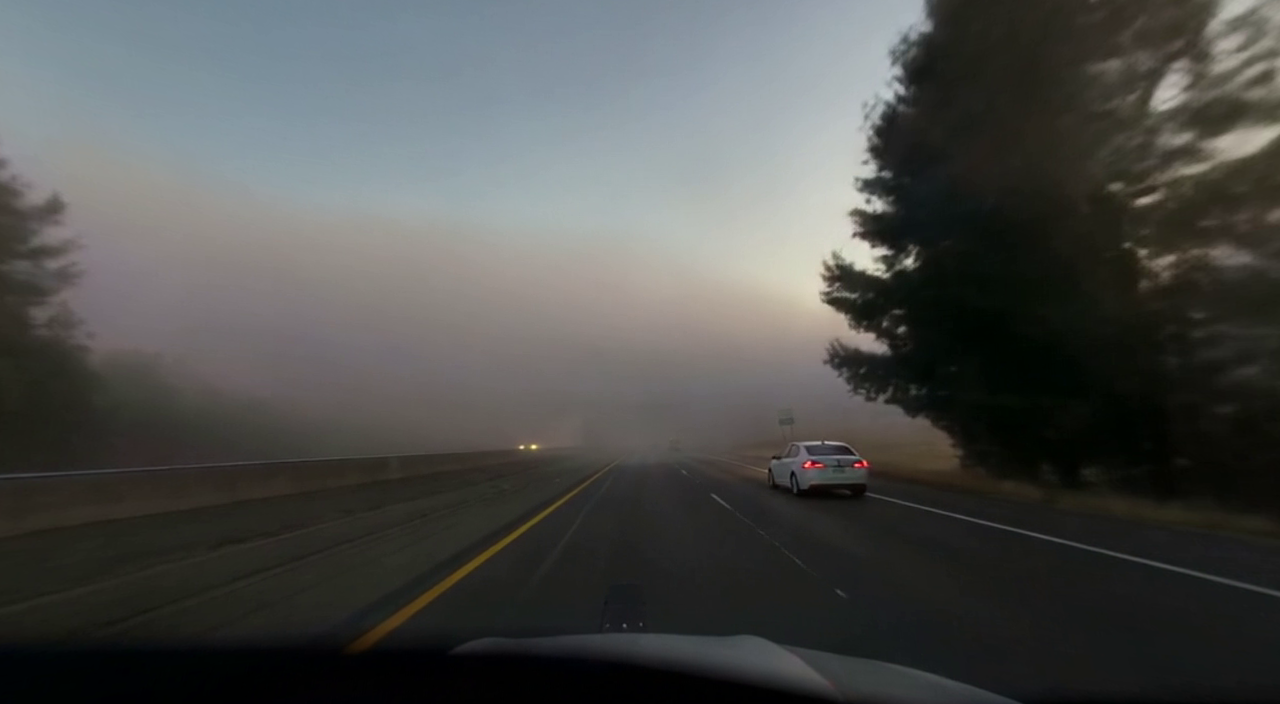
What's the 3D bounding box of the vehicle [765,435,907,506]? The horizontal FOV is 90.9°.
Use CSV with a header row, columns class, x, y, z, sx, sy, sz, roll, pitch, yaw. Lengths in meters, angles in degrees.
class,x,y,z,sx,sy,sz,roll,pitch,yaw
vehicle,4.641,2.873,15.826,2.027,1.487,4.718,0,-8,0
